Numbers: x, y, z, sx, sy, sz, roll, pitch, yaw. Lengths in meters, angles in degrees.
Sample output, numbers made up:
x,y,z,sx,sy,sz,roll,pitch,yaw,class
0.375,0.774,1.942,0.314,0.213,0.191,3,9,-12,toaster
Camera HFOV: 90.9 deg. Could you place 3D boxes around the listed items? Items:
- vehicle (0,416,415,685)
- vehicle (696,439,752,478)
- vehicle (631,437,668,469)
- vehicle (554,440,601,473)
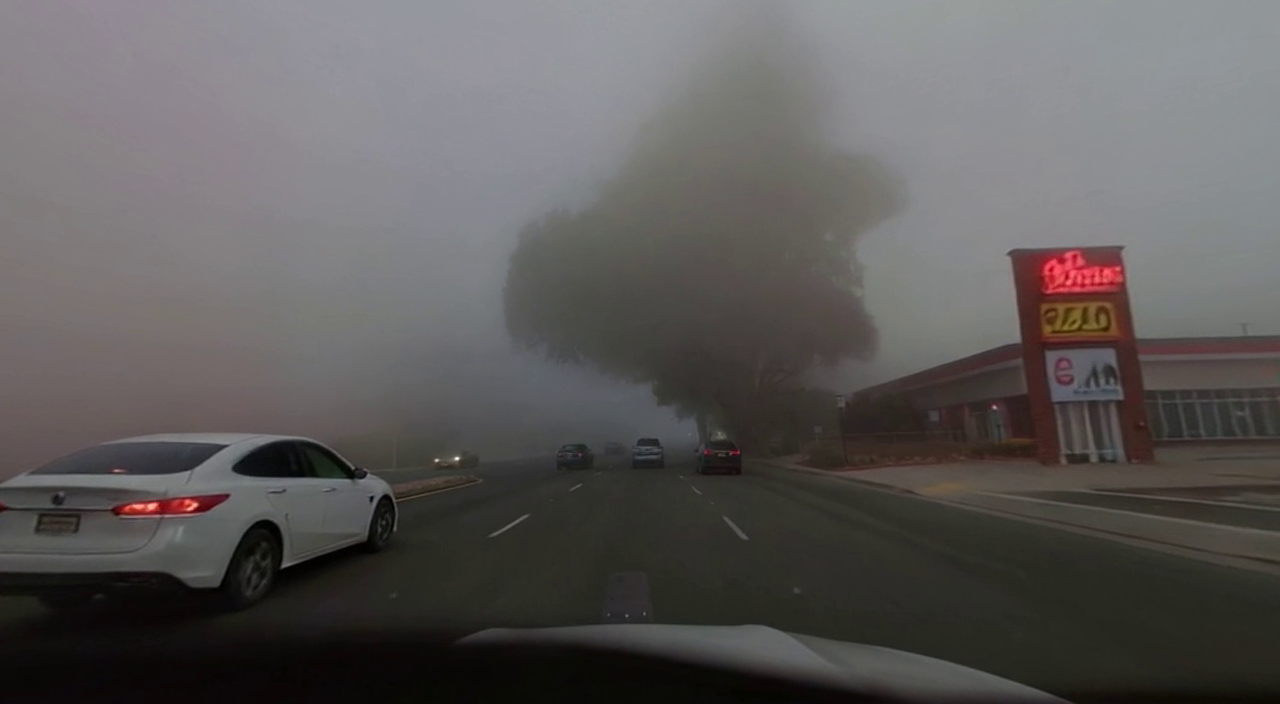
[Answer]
x,y,z,sx,sy,sz,roll,pitch,yaw,class
-3.871,1.435,5.767,1.908,1.481,4.351,0,-9,1,vehicle
3.619,4.658,27.753,1.922,1.579,3.642,0,-9,-1,vehicle
0.567,6.316,39.378,2.193,1.873,4.033,0,-9,0,vehicle
-3.349,5.679,34.482,2.026,1.665,4.193,0,-9,2,vehicle
